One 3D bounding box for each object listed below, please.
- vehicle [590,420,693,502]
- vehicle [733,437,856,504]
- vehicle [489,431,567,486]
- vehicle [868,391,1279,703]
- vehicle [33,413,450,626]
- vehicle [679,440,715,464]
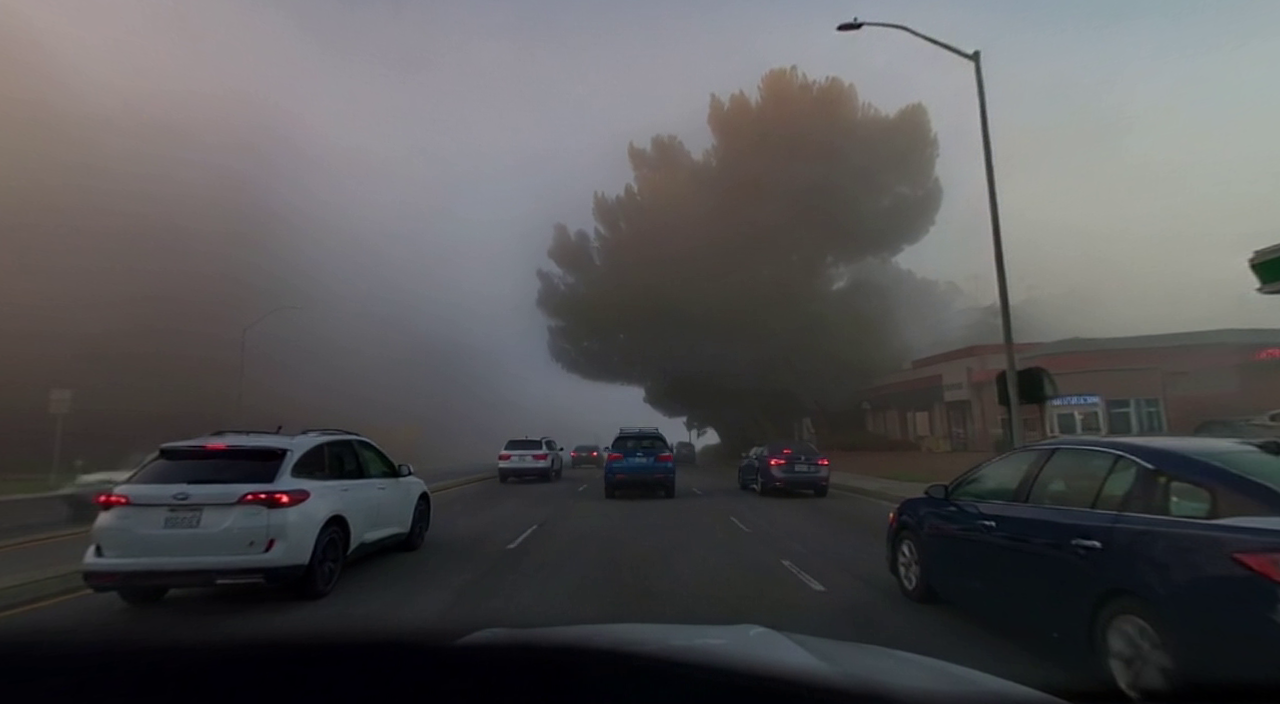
[{"bbox_3d":[0.021,2.741,16.220,2.279,1.803,4.254,0,-8,0],"label":"vehicle"},{"bbox_3d":[3.761,2.955,16.315,1.888,1.456,4.589,0,-8,-2],"label":"vehicle"},{"bbox_3d":[-3.782,3.679,22.089,1.932,1.695,4.150,0,-8,0],"label":"vehicle"},{"bbox_3d":[3.219,1.108,3.751,1.976,1.492,4.436,0,-8,-1],"label":"vehicle"},{"bbox_3d":[-3.602,1.549,6.811,1.864,1.574,4.031,0,-8,0],"label":"vehicle"},{"bbox_3d":[3.778,6.677,42.348,1.926,1.522,3.852,0,-8,-1],"label":"vehicle"}]
